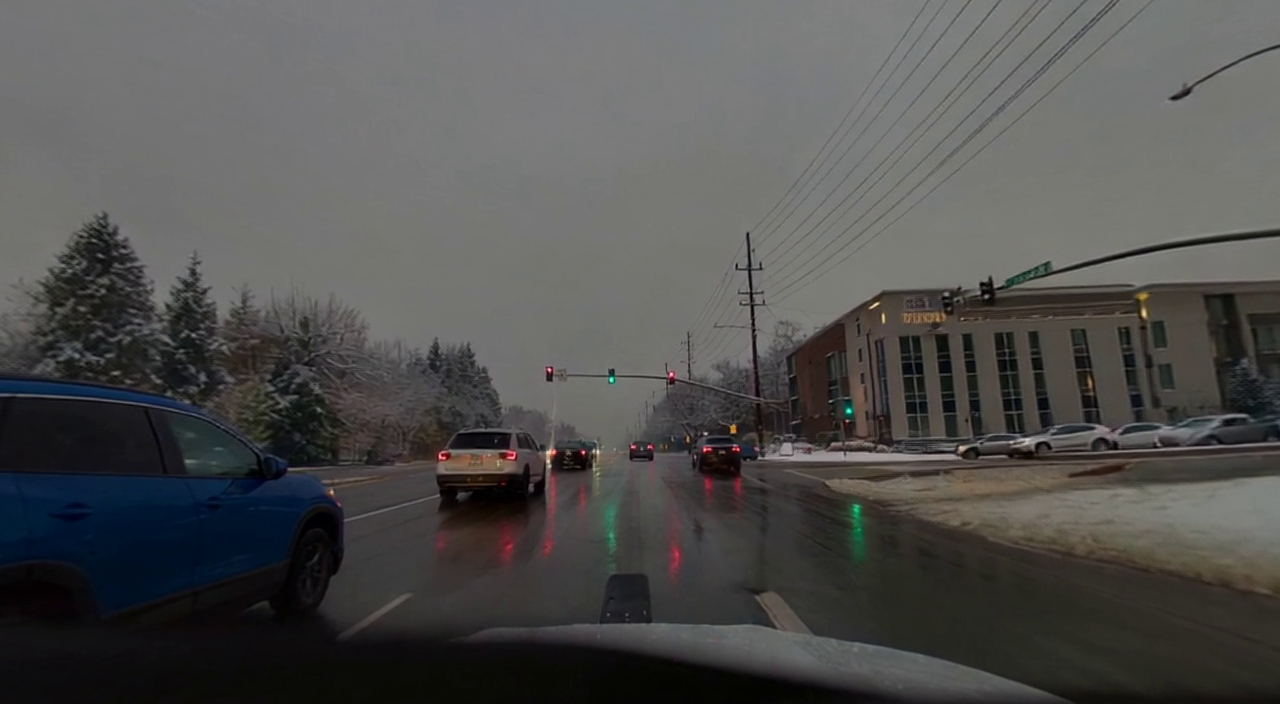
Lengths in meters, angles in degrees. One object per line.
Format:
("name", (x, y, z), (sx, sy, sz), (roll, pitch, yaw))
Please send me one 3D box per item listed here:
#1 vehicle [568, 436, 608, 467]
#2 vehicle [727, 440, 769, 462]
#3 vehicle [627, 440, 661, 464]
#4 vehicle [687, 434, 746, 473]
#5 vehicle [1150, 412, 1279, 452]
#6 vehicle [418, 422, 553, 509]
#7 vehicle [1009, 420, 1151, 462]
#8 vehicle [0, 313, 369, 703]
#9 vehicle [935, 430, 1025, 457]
("vehicle", (-2.944, 5.779, 36.667), (1.900, 1.677, 4.128), (0, -8, 1))
("vehicle", (8.457, 7.788, 49.709), (1.928, 1.591, 4.436), (1, -9, -8))
("vehicle", (0.284, 6.766, 42.905), (2.185, 1.515, 4.215), (0, -8, 1))
("vehicle", (3.578, 4.870, 30.409), (2.201, 1.734, 4.564), (0, -8, -1))
("vehicle", (26.206, 3.631, 28.501), (4.439, 1.748, 2.037), (0, -9, 1))
("vehicle", (-3.425, 2.619, 14.933), (1.958, 1.744, 4.315), (0, -8, 2))
("vehicle", (19.683, 4.006, 28.343), (5.033, 1.802, 1.928), (1, -9, -5))
("vehicle", (-3.349, 0.854, 2.978), (2.127, 1.754, 4.287), (0, -8, 1))
("vehicle", (20.270, 5.470, 37.706), (4.119, 1.574, 2.028), (0, -9, 1))
